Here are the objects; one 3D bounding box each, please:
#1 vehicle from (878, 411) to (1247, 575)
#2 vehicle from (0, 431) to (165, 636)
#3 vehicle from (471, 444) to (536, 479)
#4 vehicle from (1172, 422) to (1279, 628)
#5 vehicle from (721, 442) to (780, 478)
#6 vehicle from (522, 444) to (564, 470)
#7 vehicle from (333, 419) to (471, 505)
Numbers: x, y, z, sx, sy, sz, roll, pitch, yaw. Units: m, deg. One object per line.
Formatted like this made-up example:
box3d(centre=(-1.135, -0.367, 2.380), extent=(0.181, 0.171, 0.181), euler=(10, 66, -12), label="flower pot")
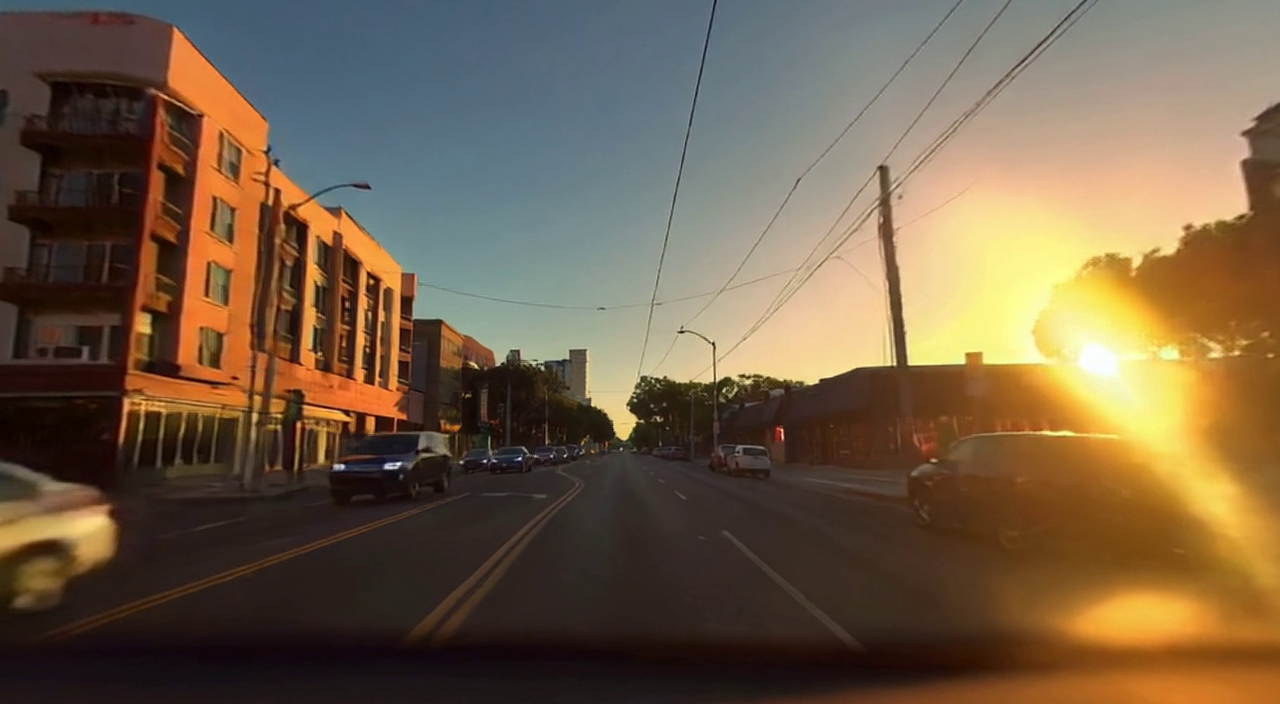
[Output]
box3d(centre=(5.715, 1.964, 9.725), extent=(2.059, 1.804, 5.182), euler=(0, -8, 0), label="vehicle")
box3d(centre=(-5.745, 1.253, 4.062), extent=(2.095, 1.493, 4.216), euler=(0, -8, 0), label="vehicle")
box3d(centre=(-6.218, 5.015, 29.321), extent=(2.052, 1.481, 4.248), euler=(0, -8, 1), label="vehicle")
box3d(centre=(5.891, 1.151, 3.680), extent=(1.915, 1.569, 4.117), euler=(0, -8, -1), label="vehicle")
box3d(centre=(5.196, 5.143, 30.333), extent=(1.957, 1.572, 4.418), euler=(0, -8, -1), label="vehicle")
box3d(centre=(-6.052, 6.550, 39.646), extent=(1.949, 1.533, 3.864), euler=(0, -8, 1), label="vehicle")
box3d(centre=(-6.075, 2.867, 16.840), extent=(1.937, 1.944, 4.640), euler=(0, -8, -1), label="vehicle")
